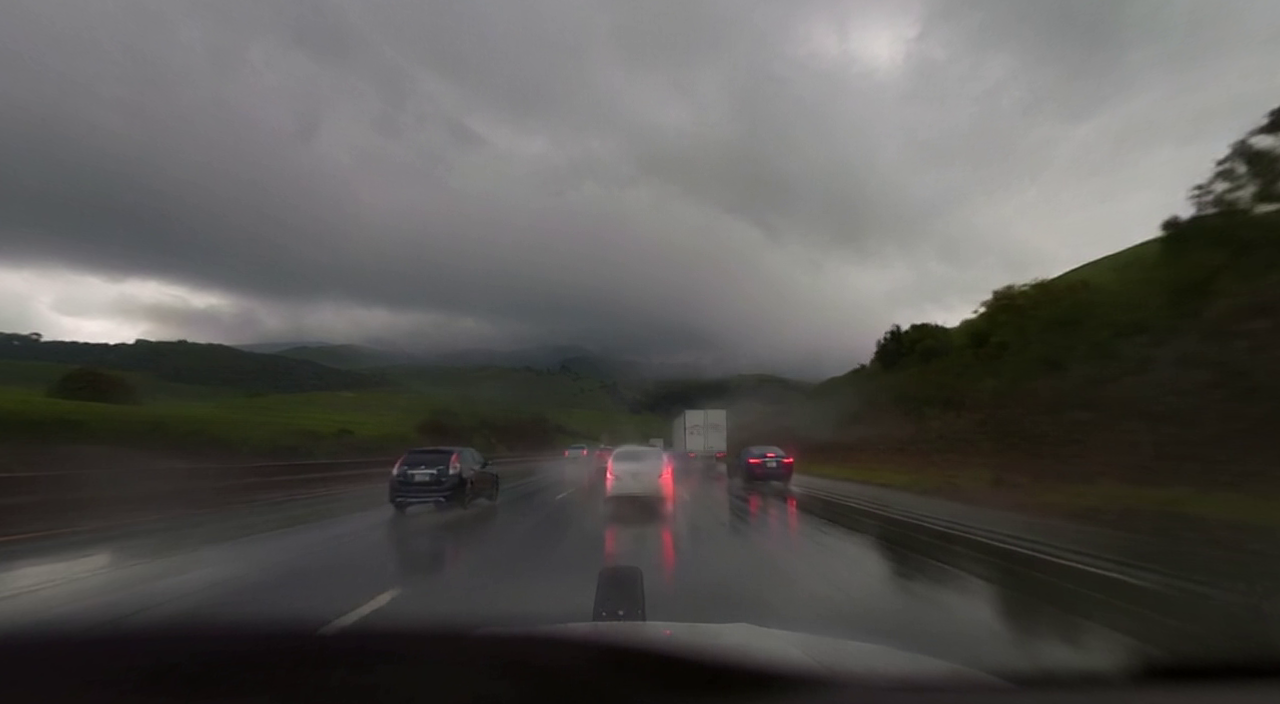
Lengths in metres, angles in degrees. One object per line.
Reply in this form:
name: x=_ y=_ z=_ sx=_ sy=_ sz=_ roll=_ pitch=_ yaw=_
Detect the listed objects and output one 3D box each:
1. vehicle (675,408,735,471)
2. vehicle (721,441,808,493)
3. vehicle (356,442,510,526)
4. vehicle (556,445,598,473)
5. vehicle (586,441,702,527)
vehicle: x=4.644 y=6.965 z=49.102 sx=3.194 sy=4.038 sz=16.301 roll=0 pitch=-9 yaw=1
vehicle: x=4.157 y=3.915 z=21.840 sx=2.029 sy=1.579 sz=4.484 roll=0 pitch=-9 yaw=-1
vehicle: x=-4.128 y=2.686 z=13.305 sx=1.848 sy=1.486 sz=3.832 roll=0 pitch=-9 yaw=1
vehicle: x=-4.043 y=6.918 z=40.976 sx=2.211 sy=1.669 sz=4.224 roll=0 pitch=-9 yaw=1
vehicle: x=0.078 y=2.599 z=12.891 sx=2.041 sy=1.484 sz=3.535 roll=0 pitch=-9 yaw=0
